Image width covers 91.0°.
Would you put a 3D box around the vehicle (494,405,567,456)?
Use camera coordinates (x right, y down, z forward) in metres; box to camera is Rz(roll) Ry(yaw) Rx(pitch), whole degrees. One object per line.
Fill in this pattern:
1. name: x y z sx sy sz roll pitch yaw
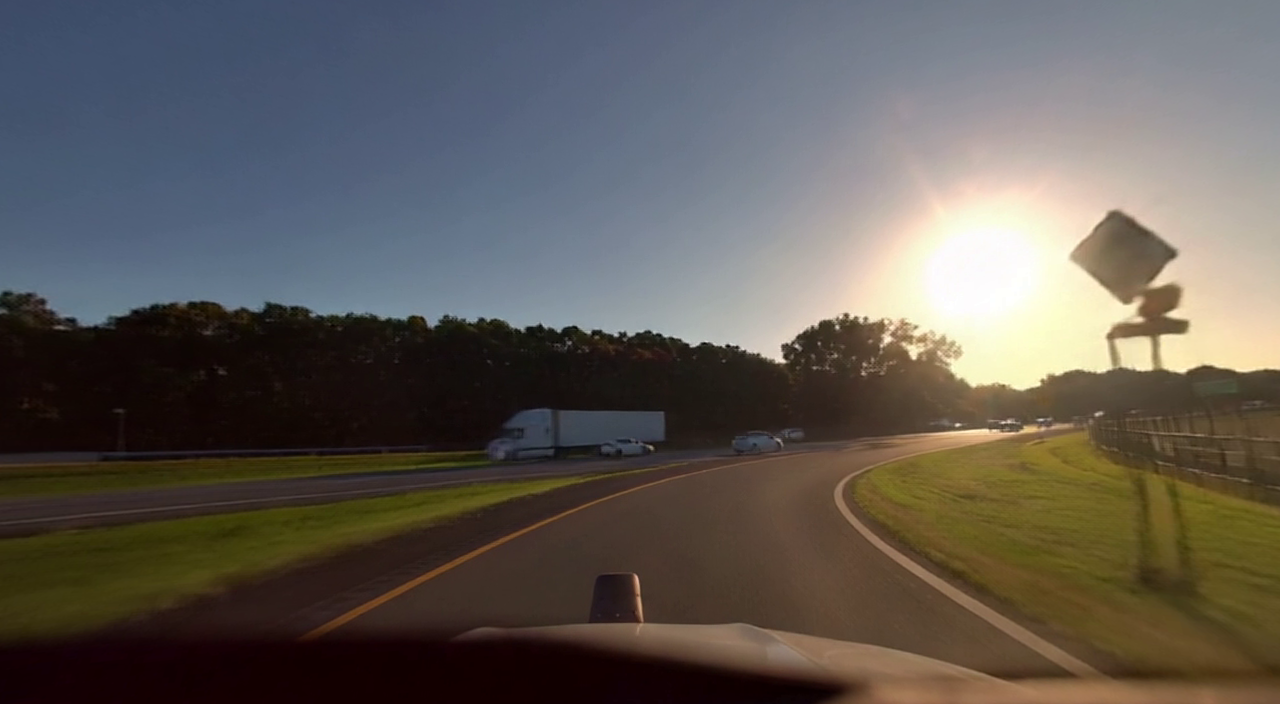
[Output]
1. vehicle: -8.521 6.184 49.225 2.985 3.697 4.762 -8 -11 43

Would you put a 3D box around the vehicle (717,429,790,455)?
1. vehicle: 7.309 5.747 40.286 4.843 1.579 2.135 7 -11 -44

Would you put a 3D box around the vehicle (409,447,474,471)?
1. vehicle: -12.361 6.655 39.289 1.596 1.339 3.465 -8 -11 43

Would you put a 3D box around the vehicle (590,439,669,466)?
1. vehicle: -0.558 6.086 38.329 4.819 1.496 1.923 8 -11 -44
